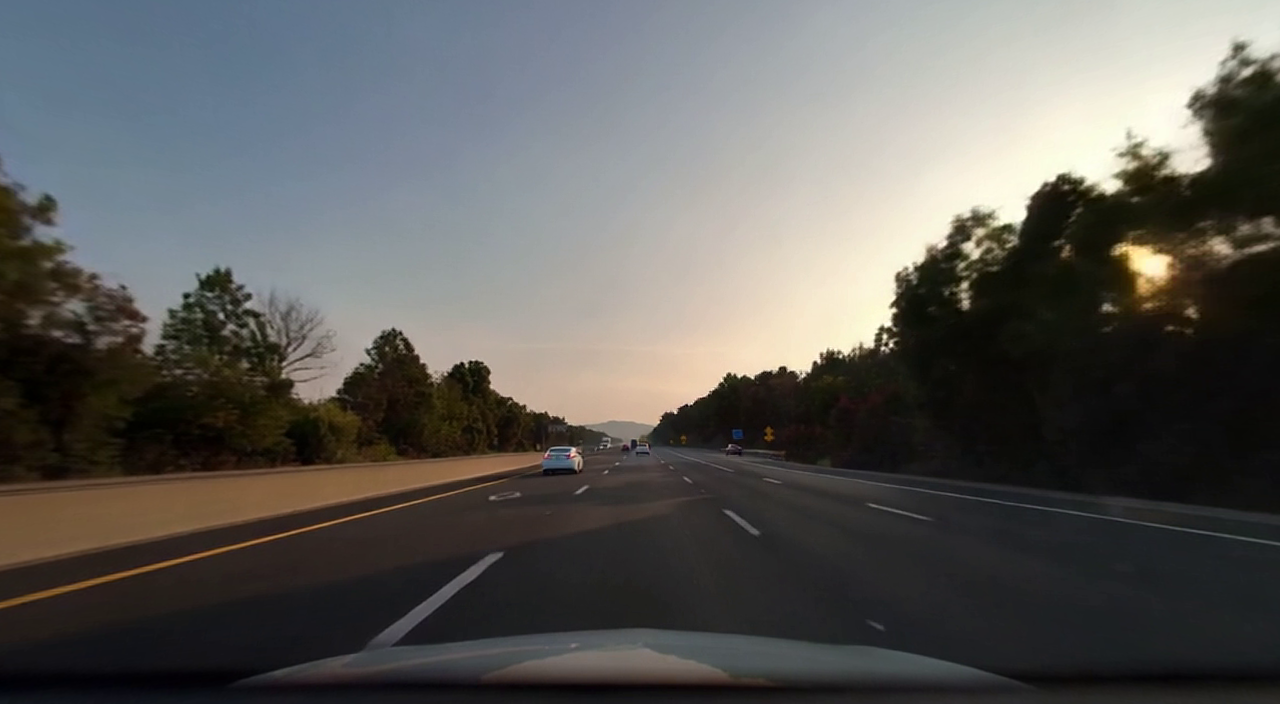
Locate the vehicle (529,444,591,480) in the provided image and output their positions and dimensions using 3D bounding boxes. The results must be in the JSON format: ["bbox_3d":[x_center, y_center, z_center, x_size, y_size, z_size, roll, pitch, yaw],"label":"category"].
[{"bbox_3d":[-3.556,5.015,28.945,2.162,1.493,4.583,0,-9,1],"label":"vehicle"}]
